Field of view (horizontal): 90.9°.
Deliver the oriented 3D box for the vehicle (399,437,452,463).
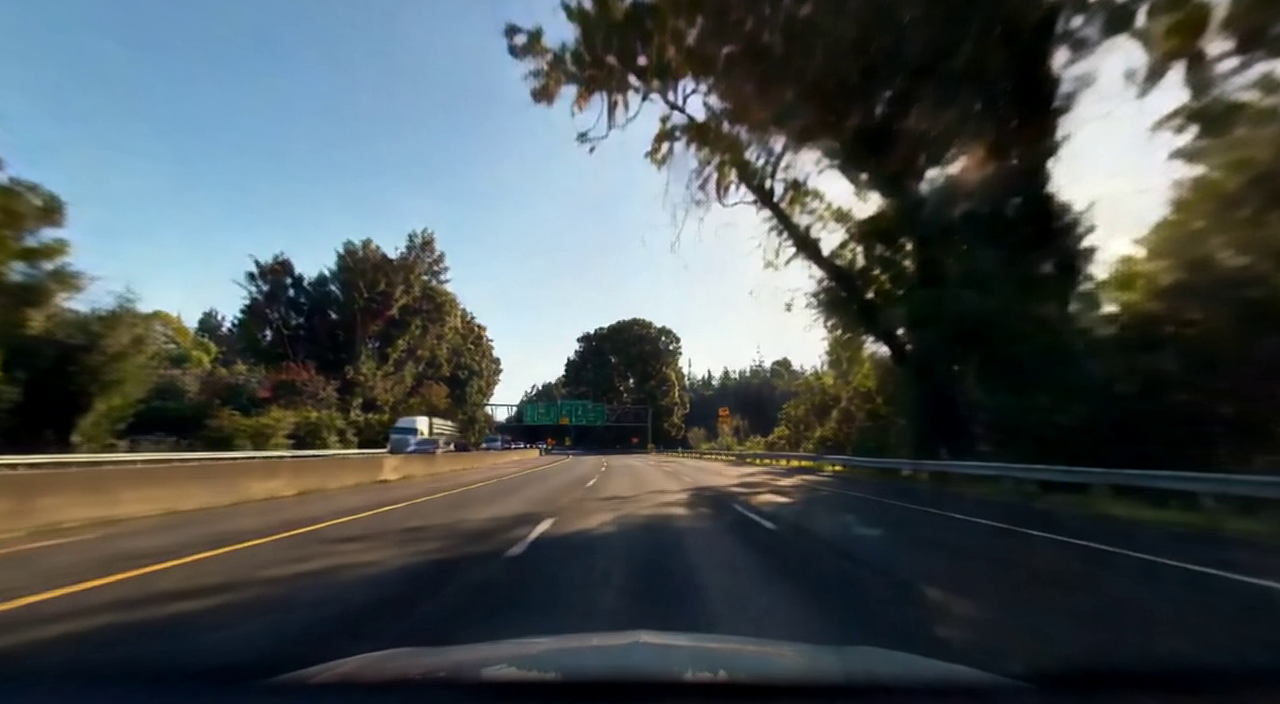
[{"bbox_3d":[-12.950,5.958,38.335,1.831,1.512,4.262,0,-9,-2],"label":"vehicle"}]
